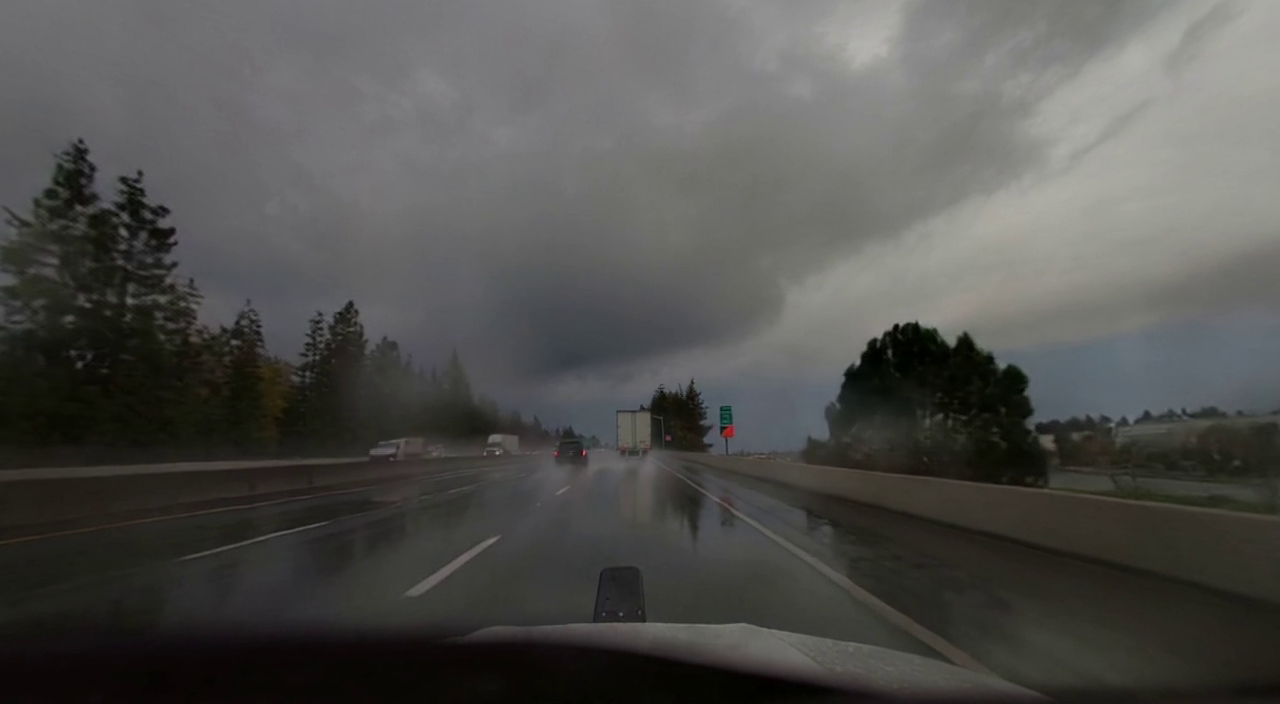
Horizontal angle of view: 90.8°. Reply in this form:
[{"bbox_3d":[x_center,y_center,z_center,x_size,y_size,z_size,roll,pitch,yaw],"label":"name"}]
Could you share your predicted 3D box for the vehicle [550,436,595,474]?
[{"bbox_3d":[-3.591,5.578,34.364,2.139,1.925,4.312,0,-9,-3],"label":"vehicle"}]
